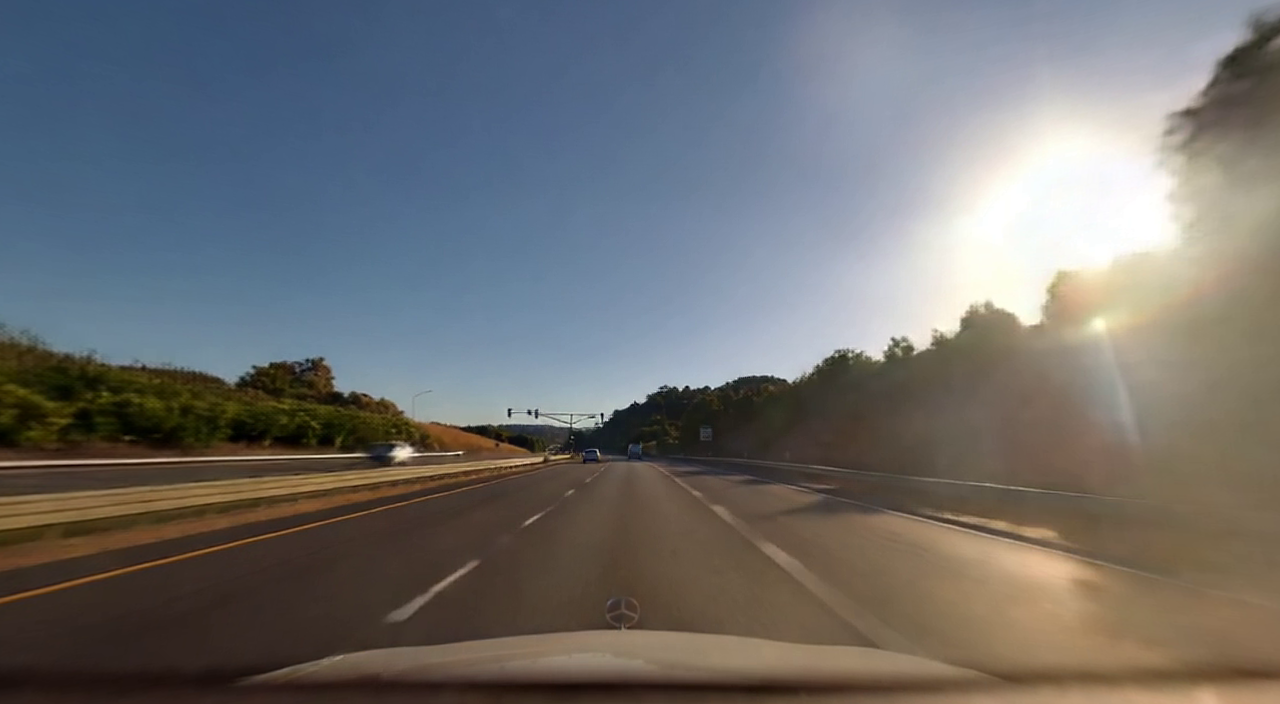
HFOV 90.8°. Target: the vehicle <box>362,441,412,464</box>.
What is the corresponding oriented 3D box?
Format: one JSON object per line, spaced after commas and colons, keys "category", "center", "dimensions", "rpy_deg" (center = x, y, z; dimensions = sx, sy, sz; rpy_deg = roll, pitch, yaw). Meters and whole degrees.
{"category": "vehicle", "center": [-18.171, 7.220, 45.548], "dimensions": [1.840, 1.556, 4.355], "rpy_deg": [0, -9, -1]}
